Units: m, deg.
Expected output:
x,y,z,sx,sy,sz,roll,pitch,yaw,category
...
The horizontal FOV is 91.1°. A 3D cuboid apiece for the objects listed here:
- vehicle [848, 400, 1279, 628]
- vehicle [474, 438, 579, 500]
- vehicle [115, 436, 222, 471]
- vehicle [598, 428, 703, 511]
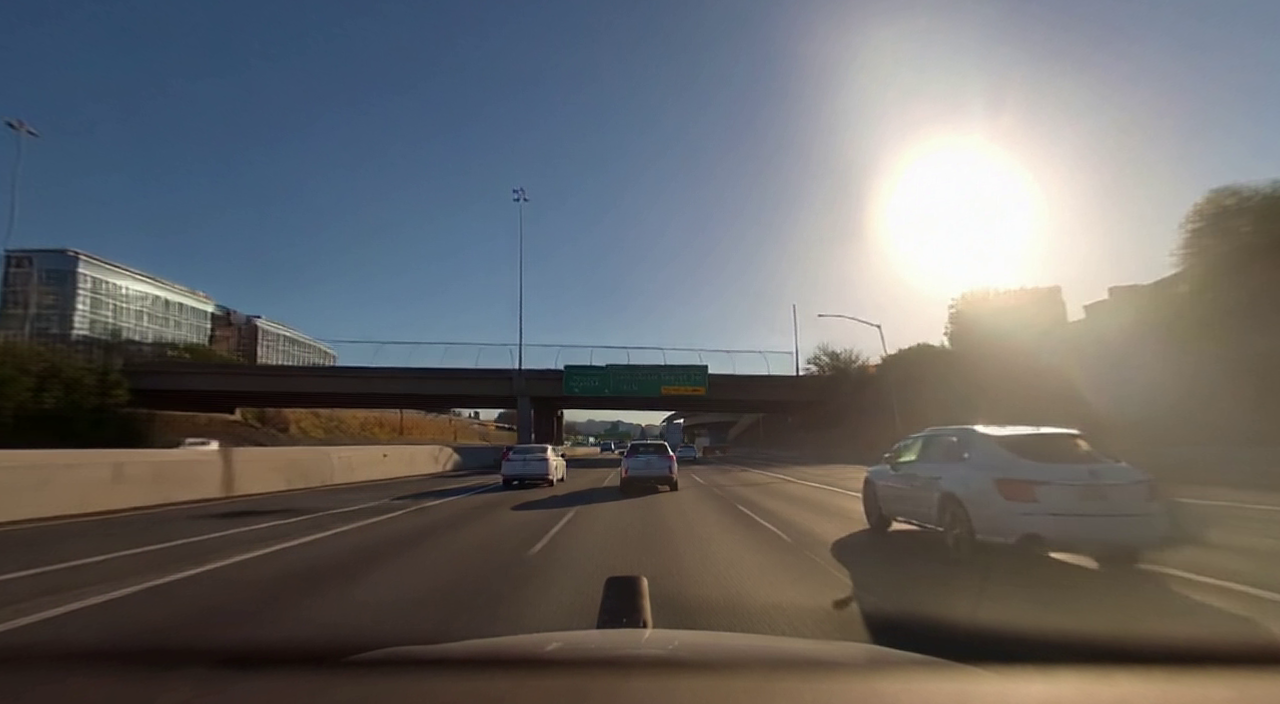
x,y,z,sx,sy,sz,roll,pitch,yaw,category
4.072,1.489,6.726,2.210,1.625,4.249,0,-9,0,vehicle
-3.050,3.254,17.973,2.011,1.510,4.698,0,-9,1,vehicle
-26.554,5.737,35.629,2.242,1.794,4.890,0,-9,1,vehicle
0.223,2.672,14.721,2.099,1.640,4.134,0,-9,0,vehicle
